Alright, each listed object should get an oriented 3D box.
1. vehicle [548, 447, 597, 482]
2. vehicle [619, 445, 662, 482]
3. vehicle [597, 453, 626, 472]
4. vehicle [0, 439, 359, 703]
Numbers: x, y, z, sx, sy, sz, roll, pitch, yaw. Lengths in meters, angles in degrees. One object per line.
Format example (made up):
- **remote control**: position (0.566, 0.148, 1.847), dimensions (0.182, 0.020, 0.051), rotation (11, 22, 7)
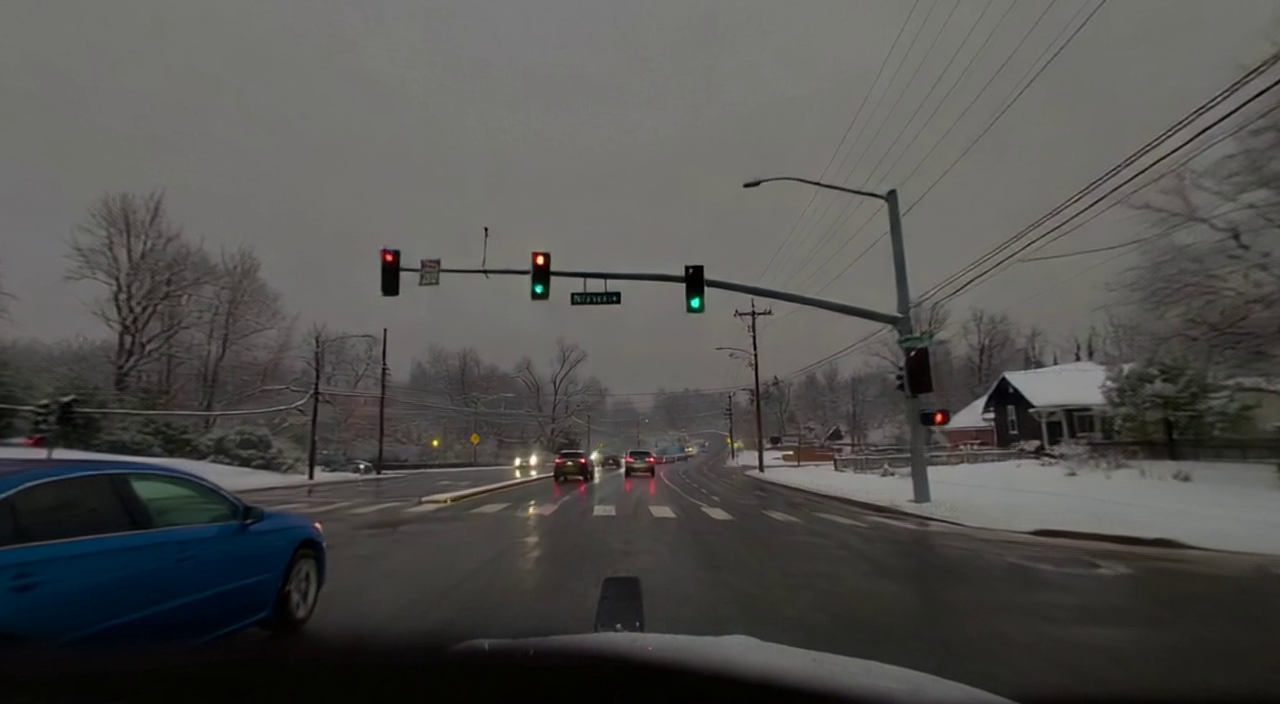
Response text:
- **vehicle**: position (-3.427, 5.811, 32.988), dimensions (1.899, 1.685, 4.121), rotation (0, -9, 3)
- **vehicle**: position (0.112, 5.967, 34.149), dimensions (2.155, 1.836, 4.250), rotation (0, -9, 2)
- **vehicle**: position (-2.192, 8.693, 49.853), dimensions (1.863, 1.449, 4.153), rotation (0, -9, 4)
- **vehicle**: position (-3.570, 1.215, 3.578), dimensions (1.901, 1.409, 4.442), rotation (0, -9, 0)
